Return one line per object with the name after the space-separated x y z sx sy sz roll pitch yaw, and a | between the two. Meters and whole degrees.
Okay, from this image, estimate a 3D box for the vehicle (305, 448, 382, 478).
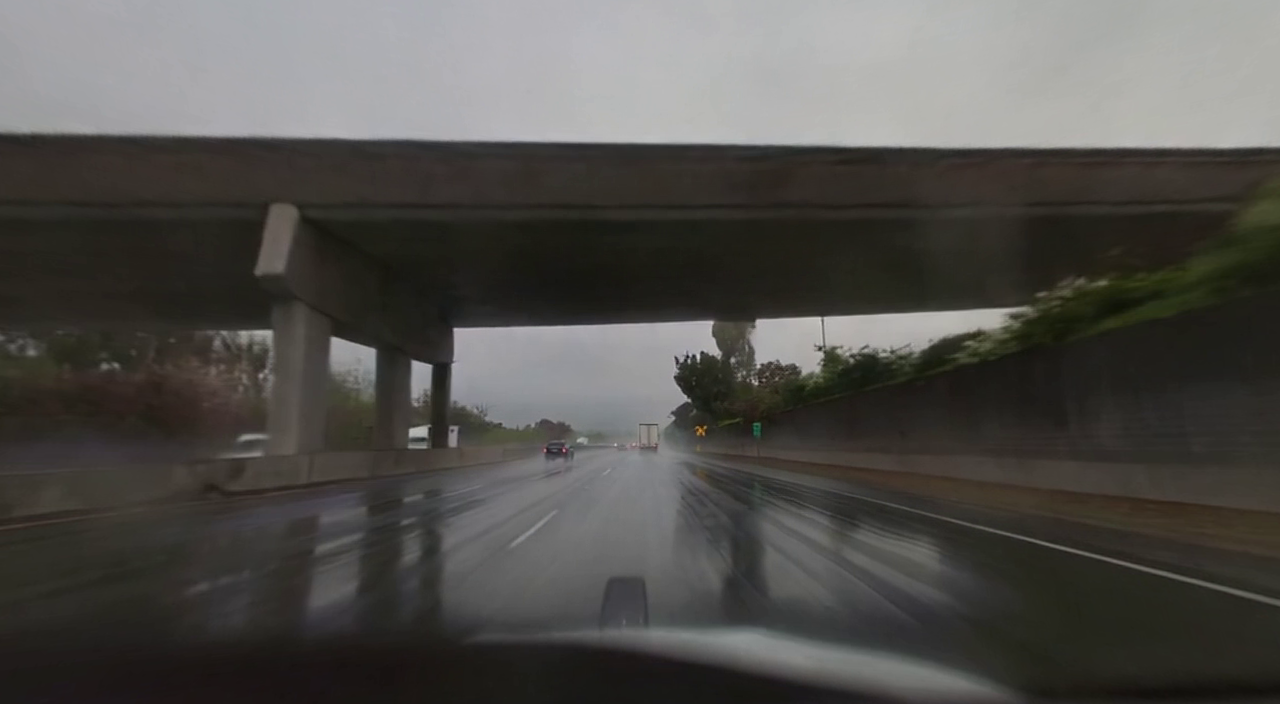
-16.170 6.068 34.696 1.937 1.470 4.632 0 -8 1 | vehicle

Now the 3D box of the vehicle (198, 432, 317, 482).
-20.213 5.577 33.830 2.480 2.433 6.048 0 -8 1 | vehicle
